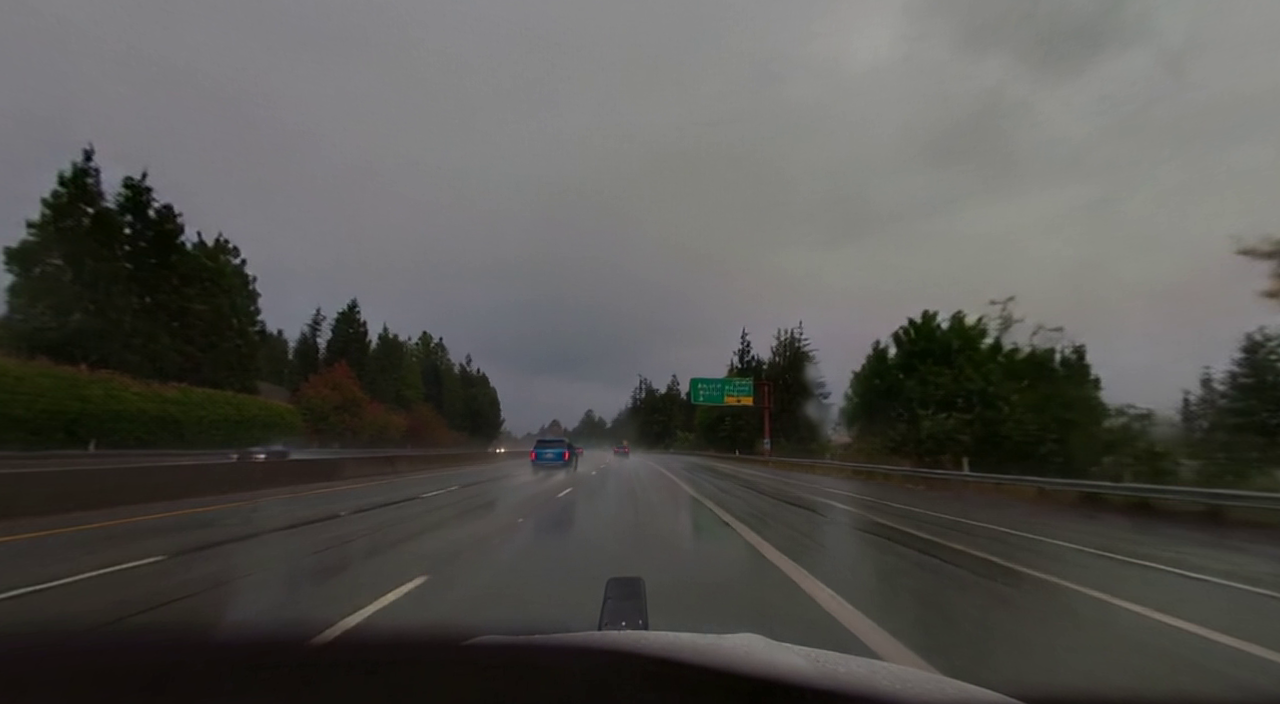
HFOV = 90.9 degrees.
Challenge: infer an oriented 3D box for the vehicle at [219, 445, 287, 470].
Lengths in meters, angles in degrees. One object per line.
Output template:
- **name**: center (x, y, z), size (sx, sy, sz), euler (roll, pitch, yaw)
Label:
- **vehicle**: center (-25.656, 6.979, 42.021), size (1.868, 1.559, 4.368), euler (0, -8, -2)

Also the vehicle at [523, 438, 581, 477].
- **vehicle**: center (-4.104, 5.006, 30.224), size (2.162, 1.724, 4.537), euler (0, -8, -1)
